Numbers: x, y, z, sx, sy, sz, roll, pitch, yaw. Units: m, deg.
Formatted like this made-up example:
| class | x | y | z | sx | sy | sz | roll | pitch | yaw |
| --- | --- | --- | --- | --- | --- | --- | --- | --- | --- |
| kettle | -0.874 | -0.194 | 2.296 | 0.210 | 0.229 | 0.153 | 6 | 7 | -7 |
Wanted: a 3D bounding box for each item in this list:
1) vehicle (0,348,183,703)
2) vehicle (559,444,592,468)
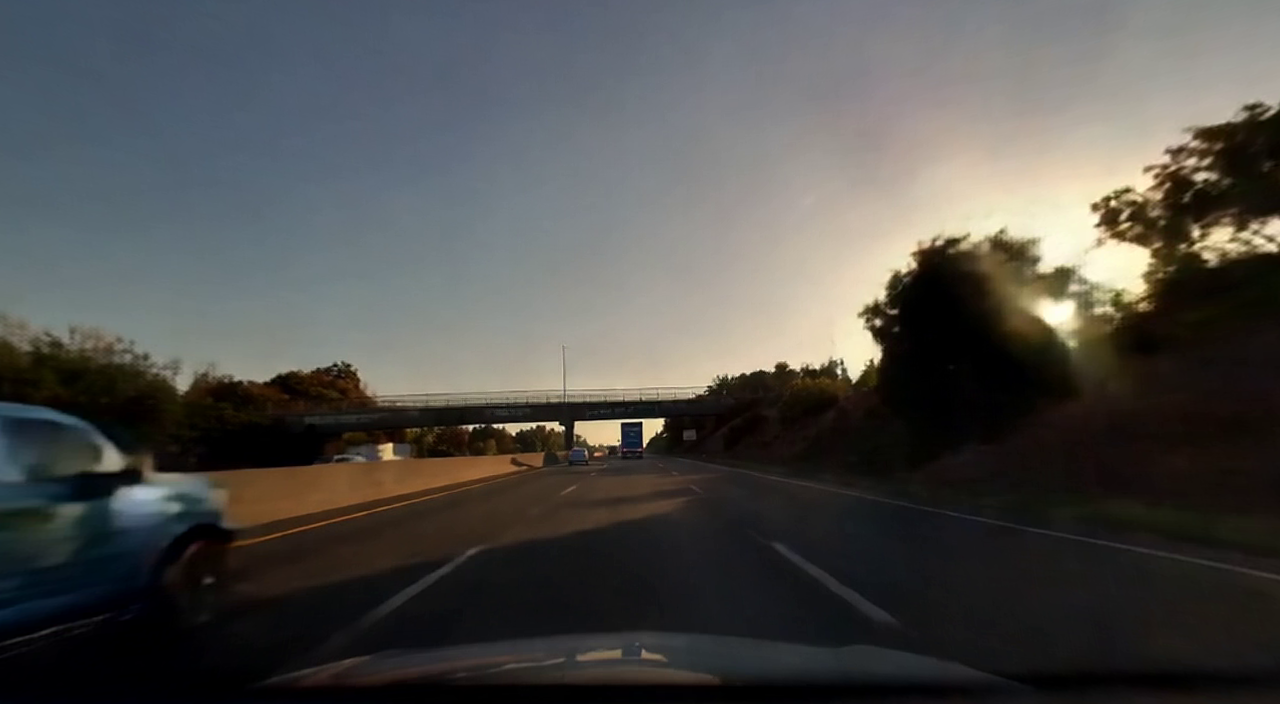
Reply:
| class | x | y | z | sx | sy | sz | roll | pitch | yaw |
| --- | --- | --- | --- | --- | --- | --- | --- | --- | --- |
| vehicle | -3.795 | 0.667 | 1.492 | 2.160 | 1.691 | 4.243 | 0 | -9 | 0 |
| vehicle | -4.752 | 7.669 | 46.463 | 2.099 | 1.651 | 4.397 | 0 | -9 | -1 |
